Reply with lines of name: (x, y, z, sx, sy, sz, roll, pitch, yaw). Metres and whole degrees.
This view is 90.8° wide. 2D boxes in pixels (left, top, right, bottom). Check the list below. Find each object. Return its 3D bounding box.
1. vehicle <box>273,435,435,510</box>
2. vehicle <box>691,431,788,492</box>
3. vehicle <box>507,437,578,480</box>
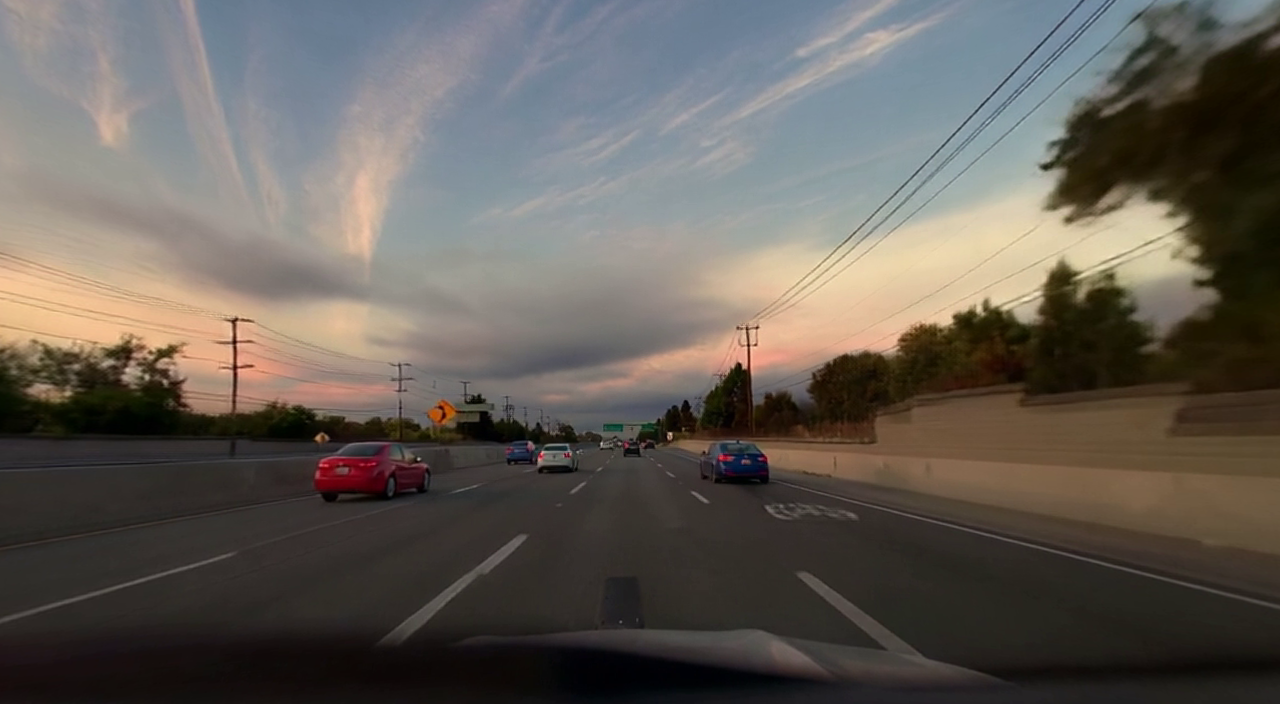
vehicle: (-6.466, 2.747, 14.902, 1.903, 1.482, 4.180, 0, -8, -1)
vehicle: (2.893, 3.314, 19.493, 2.100, 1.659, 4.387, 0, -8, -2)
vehicle: (-3.647, 4.082, 24.520, 2.066, 1.488, 4.377, 0, -8, 0)
